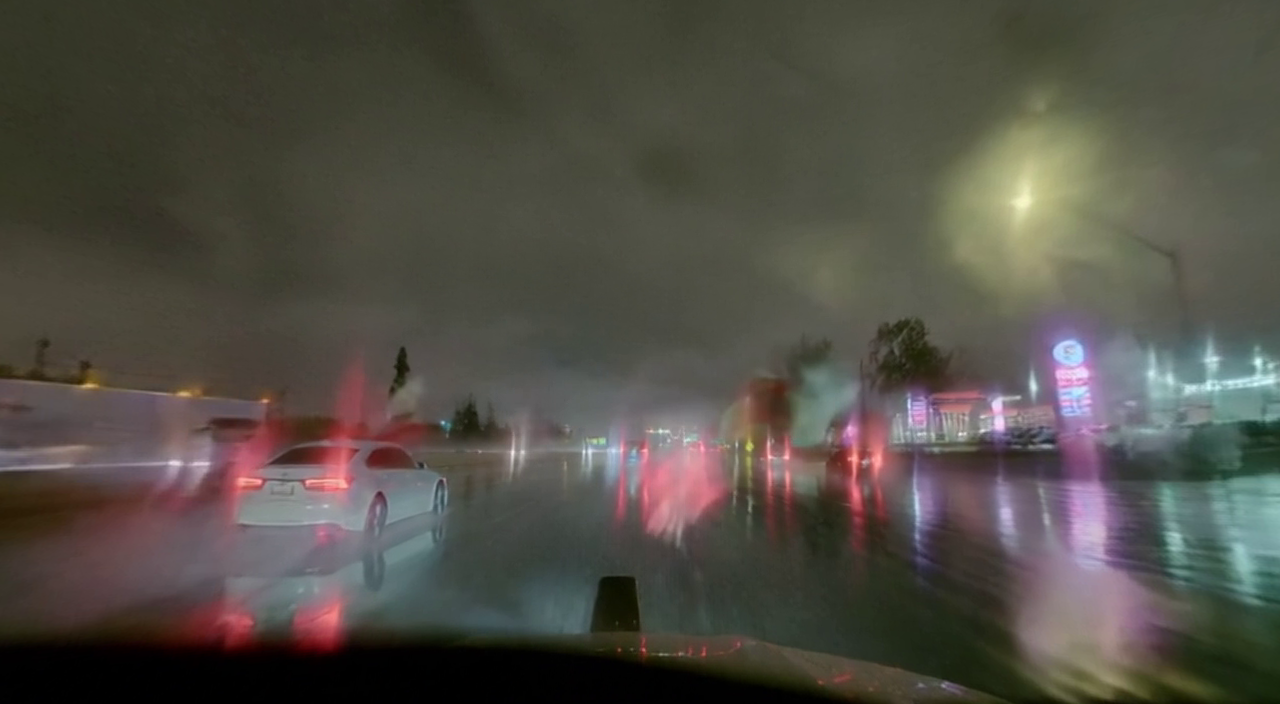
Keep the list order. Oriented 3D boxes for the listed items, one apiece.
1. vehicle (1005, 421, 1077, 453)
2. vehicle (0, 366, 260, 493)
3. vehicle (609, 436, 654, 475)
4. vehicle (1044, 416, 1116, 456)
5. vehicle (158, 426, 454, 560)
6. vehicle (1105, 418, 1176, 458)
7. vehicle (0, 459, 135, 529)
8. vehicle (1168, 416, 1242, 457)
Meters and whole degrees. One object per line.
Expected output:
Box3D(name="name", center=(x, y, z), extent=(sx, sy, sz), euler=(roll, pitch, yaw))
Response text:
Box3D(name="vehicle", center=(23.791, 5.074, 37.410), extent=(4.419, 1.749, 2.055), euler=(6, -11, -37))
Box3D(name="vehicle", center=(-22.449, 3.351, 26.079), extent=(3.012, 4.161, 16.545), euler=(0, -9, 1))
Box3D(name="vehicle", center=(-0.353, 5.440, 33.431), extent=(2.155, 1.856, 4.796), euler=(0, -9, 2))
Box3D(name="vehicle", center=(23.377, 4.489, 33.490), extent=(4.718, 1.998, 2.027), euler=(8, -12, -42))
Box3D(name="vehicle", center=(-4.425, 1.925, 9.411), extent=(1.907, 1.483, 4.562), euler=(0, -9, 0))
Box3D(name="vehicle", center=(25.246, 4.382, 31.821), extent=(4.384, 1.848, 2.061), euler=(9, -13, -44))
Box3D(name="vehicle", center=(-14.942, 3.347, 15.201), extent=(1.933, 1.441, 4.319), euler=(0, -9, 1))
Box3D(name="vehicle", center=(26.677, 4.032, 29.767), extent=(4.472, 1.804, 2.149), euler=(9, -12, -44))
